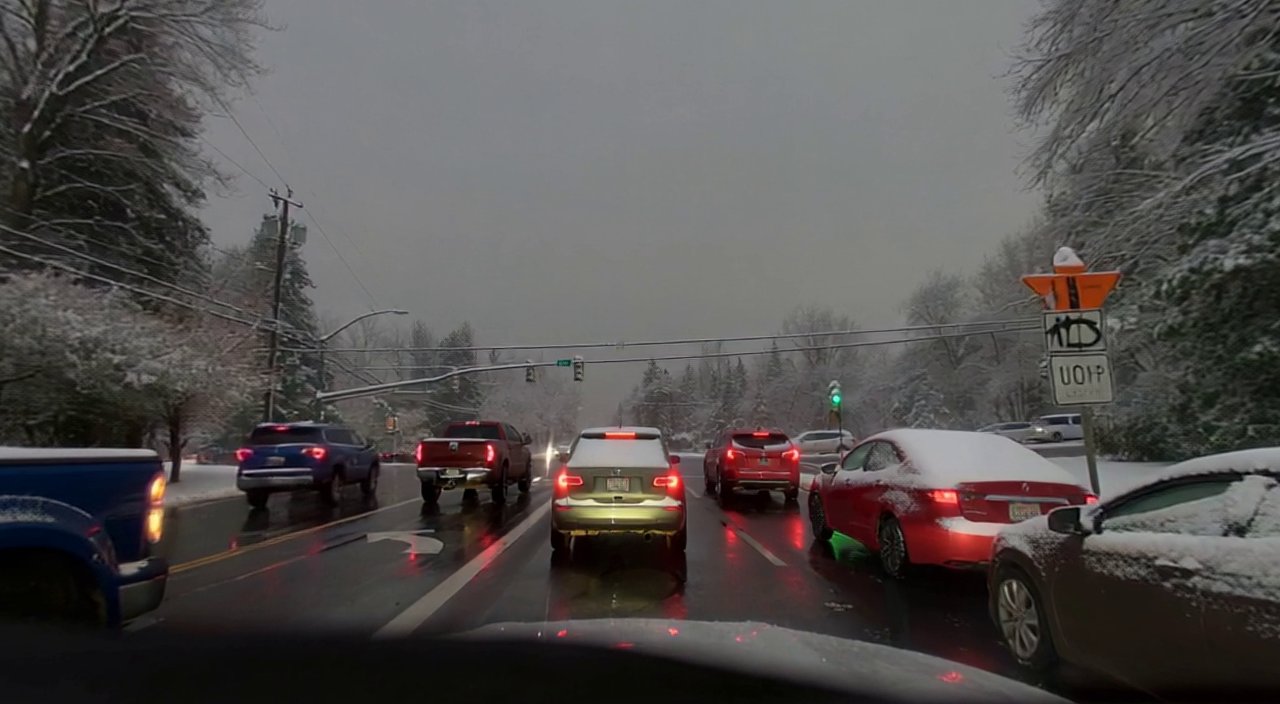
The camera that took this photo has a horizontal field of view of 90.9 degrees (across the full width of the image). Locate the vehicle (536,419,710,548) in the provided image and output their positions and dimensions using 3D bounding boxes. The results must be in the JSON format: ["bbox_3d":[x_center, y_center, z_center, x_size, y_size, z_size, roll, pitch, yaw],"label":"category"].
[{"bbox_3d":[-0.221,1.935,9.871,2.194,1.607,3.690,0,-8,0],"label":"vehicle"}]

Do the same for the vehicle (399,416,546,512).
[{"bbox_3d":[-3.629,2.525,14.642,2.089,1.857,4.488,0,-8,1],"label":"vehicle"}]

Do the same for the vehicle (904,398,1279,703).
[{"bbox_3d":[3.009,0.962,2.516,1.874,1.477,4.698,0,-8,0],"label":"vehicle"}]

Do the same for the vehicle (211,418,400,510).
[{"bbox_3d":[-7.456,2.543,14.769,2.088,1.787,4.728,0,-8,-4],"label":"vehicle"}]

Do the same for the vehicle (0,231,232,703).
[{"bbox_3d":[-3.484,0.354,0.317,2.656,2.021,5.800,0,-8,0],"label":"vehicle"}]

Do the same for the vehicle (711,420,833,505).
[{"bbox_3d":[3.135,2.764,16.124,2.102,1.841,4.587,0,-8,0],"label":"vehicle"}]
